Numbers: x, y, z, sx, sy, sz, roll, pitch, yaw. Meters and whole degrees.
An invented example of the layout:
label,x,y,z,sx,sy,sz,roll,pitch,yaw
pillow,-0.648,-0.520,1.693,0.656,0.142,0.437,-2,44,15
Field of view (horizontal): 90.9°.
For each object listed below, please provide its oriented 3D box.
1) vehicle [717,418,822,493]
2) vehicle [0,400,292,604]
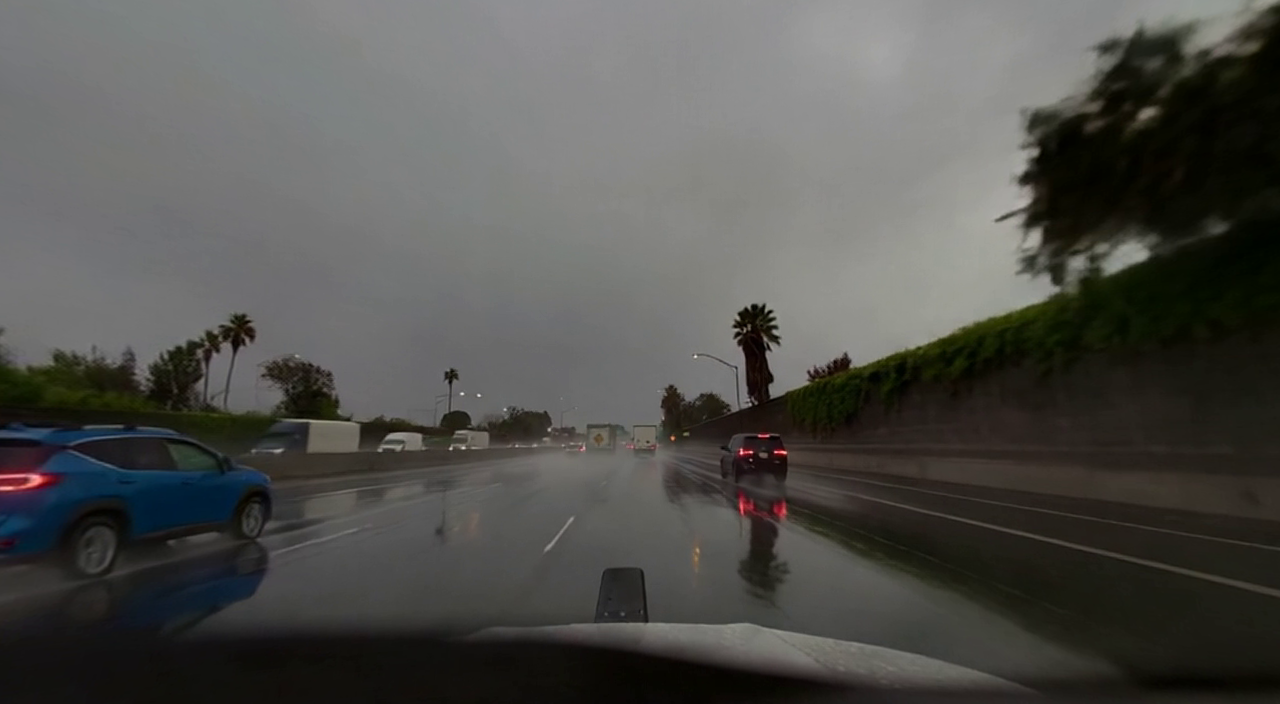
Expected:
label,x,y,z,sx,sy,sz,roll,pitch,yaw
vehicle,4.165,3.436,21.301,2.408,2.210,4.999,0,-8,-1
vehicle,-6.763,1.621,7.638,2.289,1.774,4.871,0,-8,0
